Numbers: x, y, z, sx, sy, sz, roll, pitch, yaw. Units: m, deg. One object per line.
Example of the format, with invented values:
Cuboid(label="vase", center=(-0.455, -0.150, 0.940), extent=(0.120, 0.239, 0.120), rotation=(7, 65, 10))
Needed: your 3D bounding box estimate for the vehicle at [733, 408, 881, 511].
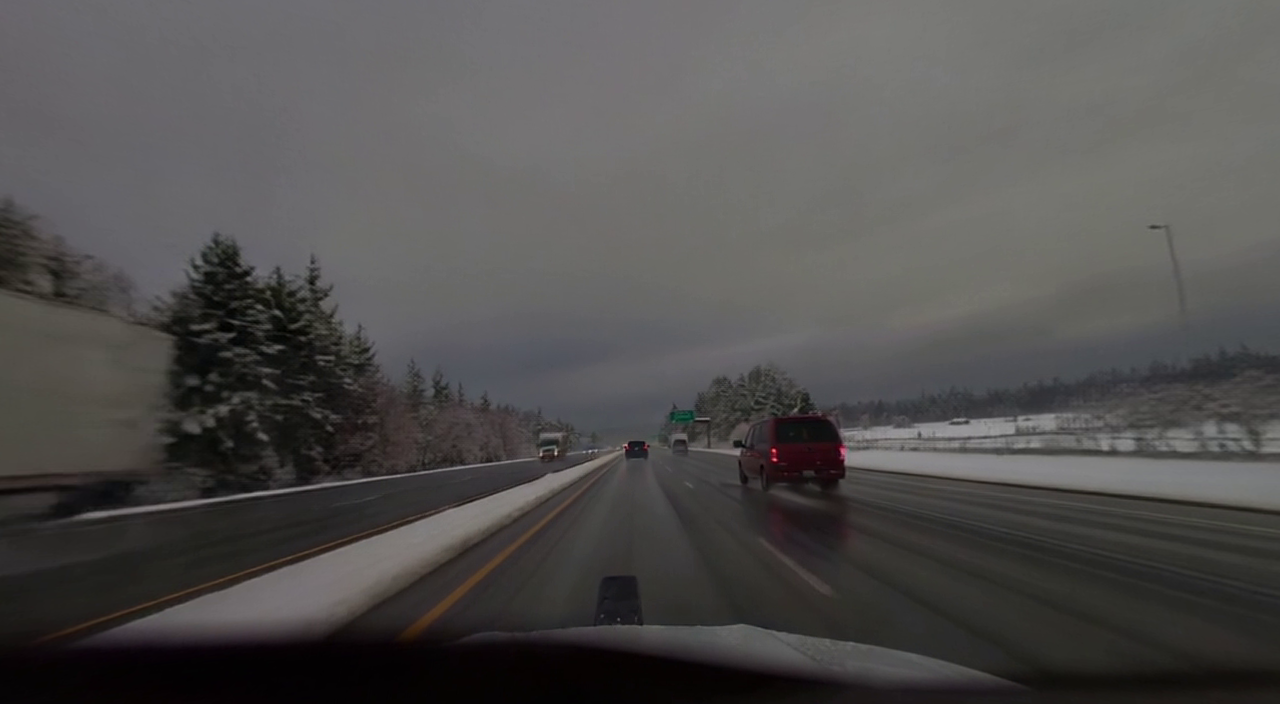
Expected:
Cuboid(label="vehicle", center=(3.606, 2.442, 14.621), extent=(1.981, 1.984, 4.623), rotation=(0, -9, -2))

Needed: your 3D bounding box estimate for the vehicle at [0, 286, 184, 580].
Cuboid(label="vehicle", center=(-10.609, 0.575, 5.086), extent=(3.462, 4.045, 14.036), rotation=(0, -9, -1))

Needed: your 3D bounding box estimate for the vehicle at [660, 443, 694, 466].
Cuboid(label="vehicle", center=(2.696, 7.599, 46.772), extent=(2.123, 1.620, 4.959), rotation=(0, -9, -1))

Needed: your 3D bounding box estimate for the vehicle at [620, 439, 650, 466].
Cuboid(label="vehicle", center=(-0.396, 7.585, 47.691), extent=(2.192, 1.912, 4.524), rotation=(0, -9, -1))
